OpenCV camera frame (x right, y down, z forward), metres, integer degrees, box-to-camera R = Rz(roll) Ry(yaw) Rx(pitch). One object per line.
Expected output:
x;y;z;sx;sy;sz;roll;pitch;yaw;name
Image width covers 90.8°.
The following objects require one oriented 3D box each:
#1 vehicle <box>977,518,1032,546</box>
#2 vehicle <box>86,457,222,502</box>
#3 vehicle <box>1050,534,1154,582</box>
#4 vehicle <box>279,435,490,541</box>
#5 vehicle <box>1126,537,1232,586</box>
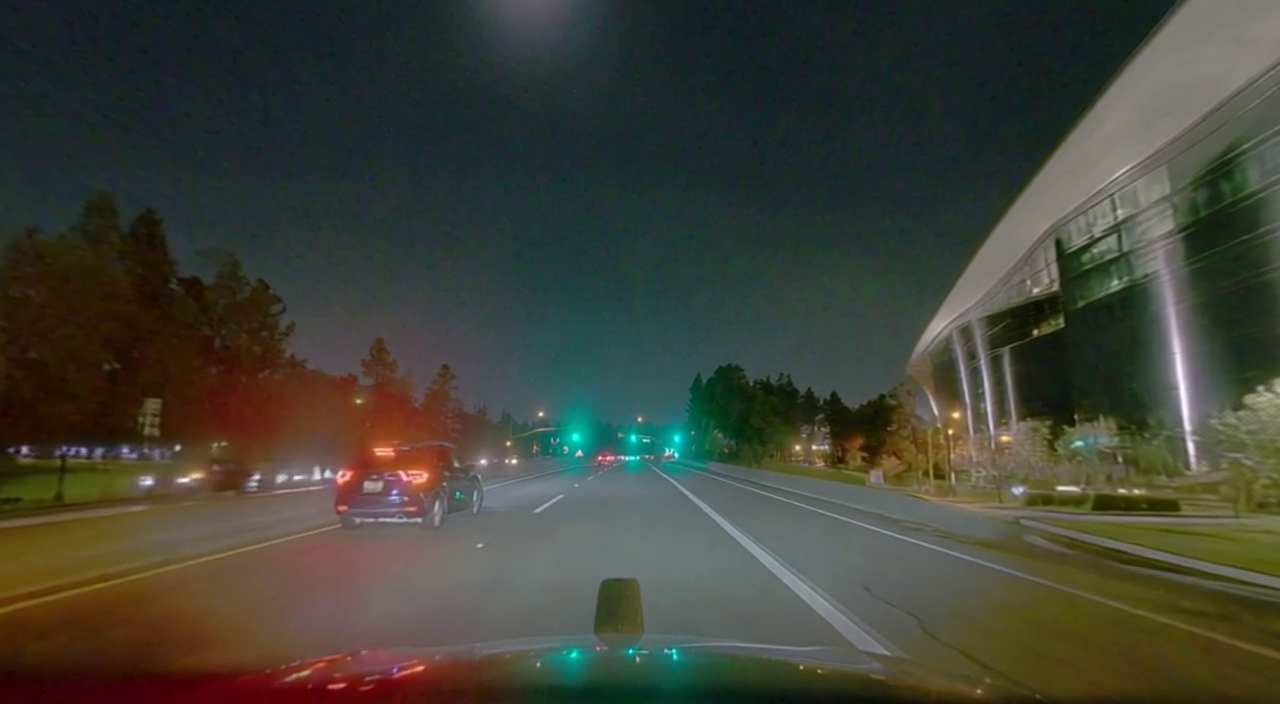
27.121;13.379;47.102;1.685;1.470;4.006;0;-8;0;vehicle
-21.073;5.521;27.752;1.982;1.690;4.893;0;-8;1;vehicle
23.952;10.658;32.994;1.993;1.688;4.523;1;-9;0;vehicle
-4.323;2.337;11.664;1.936;1.536;4.627;0;-8;0;vehicle
26.541;10.320;31.298;1.914;1.715;3.814;-1;-9;2;vehicle
